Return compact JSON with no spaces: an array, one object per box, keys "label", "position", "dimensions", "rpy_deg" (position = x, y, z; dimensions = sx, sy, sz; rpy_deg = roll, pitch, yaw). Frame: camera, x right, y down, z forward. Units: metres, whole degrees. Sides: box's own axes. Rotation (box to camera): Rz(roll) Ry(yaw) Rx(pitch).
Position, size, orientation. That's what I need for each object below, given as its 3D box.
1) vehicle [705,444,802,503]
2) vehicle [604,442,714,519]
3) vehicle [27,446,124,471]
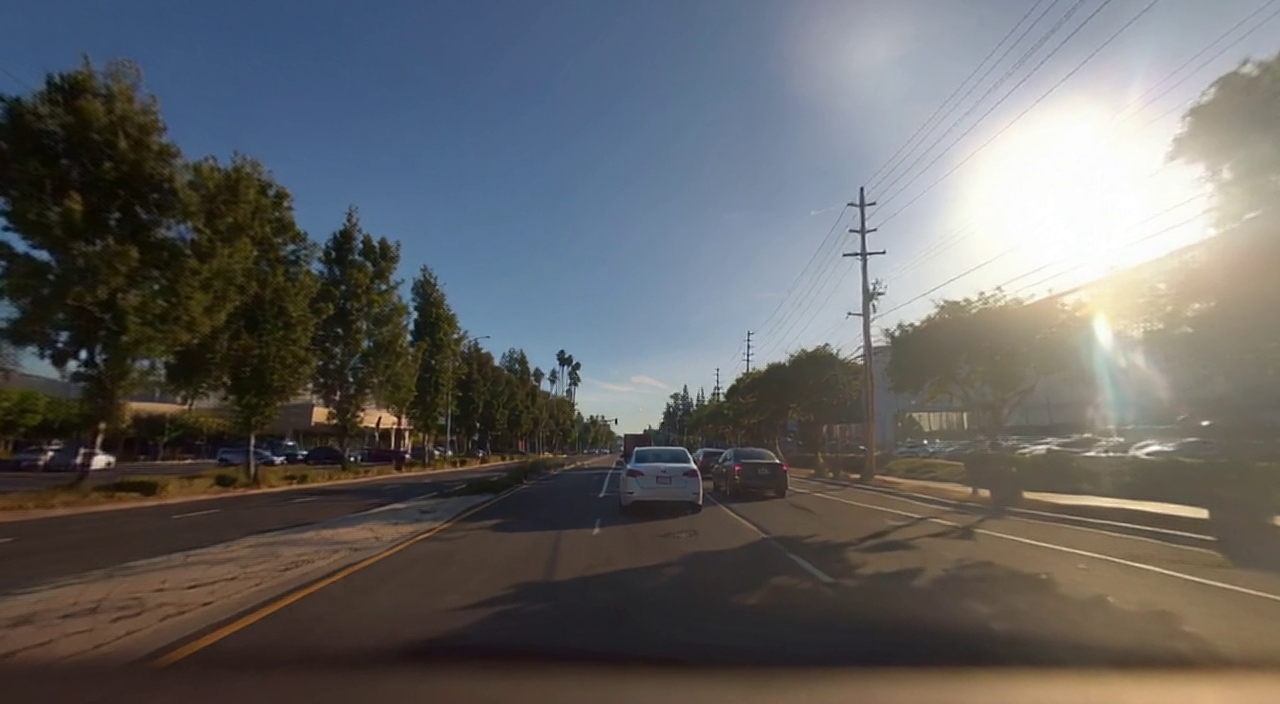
[{"label":"vehicle","position":[3.134,3.436,18.283],"dimensions":[1.985,1.489,4.036],"rpy_deg":[0,-8,-1]},{"label":"vehicle","position":[0.302,2.814,14.344],"dimensions":[2.144,1.473,4.028],"rpy_deg":[1,-8,-2]},{"label":"vehicle","position":[-38.802,7.298,43.386],"dimensions":[1.804,1.478,4.485],"rpy_deg":[-4,-8,25]}]
